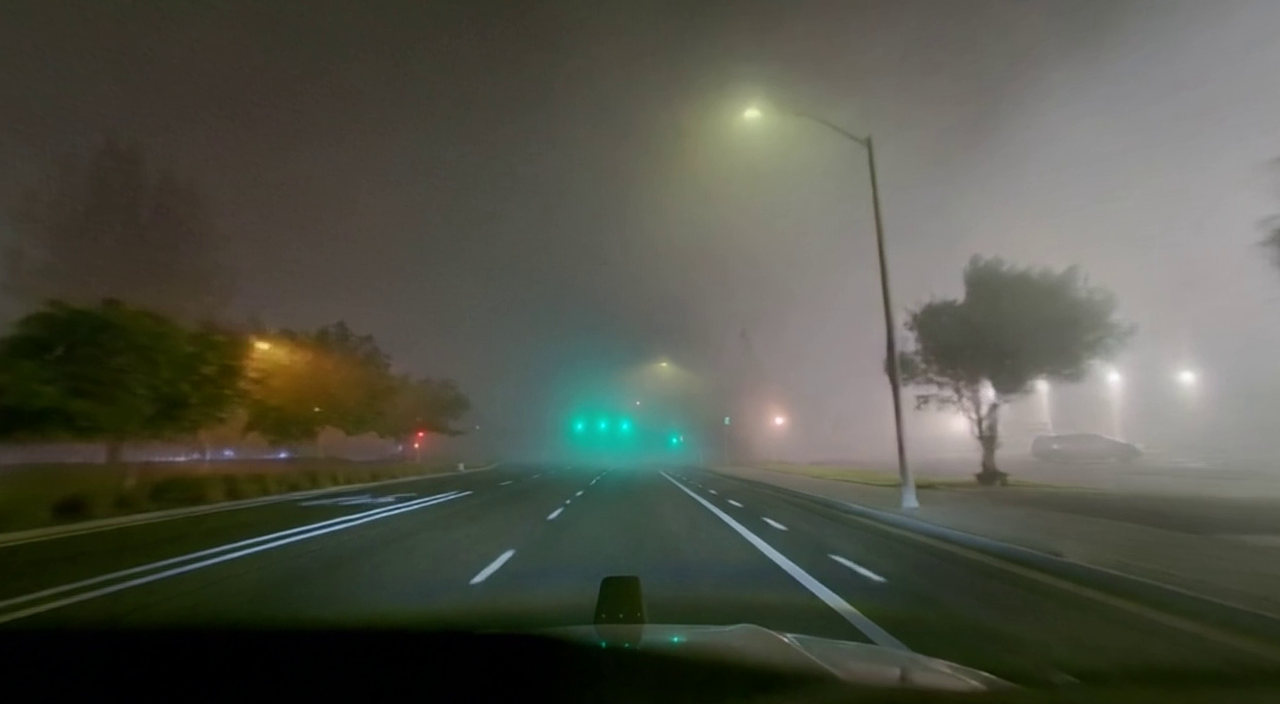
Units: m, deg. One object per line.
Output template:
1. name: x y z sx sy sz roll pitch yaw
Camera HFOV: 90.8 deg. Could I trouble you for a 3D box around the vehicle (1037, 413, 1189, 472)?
1. vehicle: 27.988 5.313 37.457 7.548 3.111 2.756 0 -8 -14
